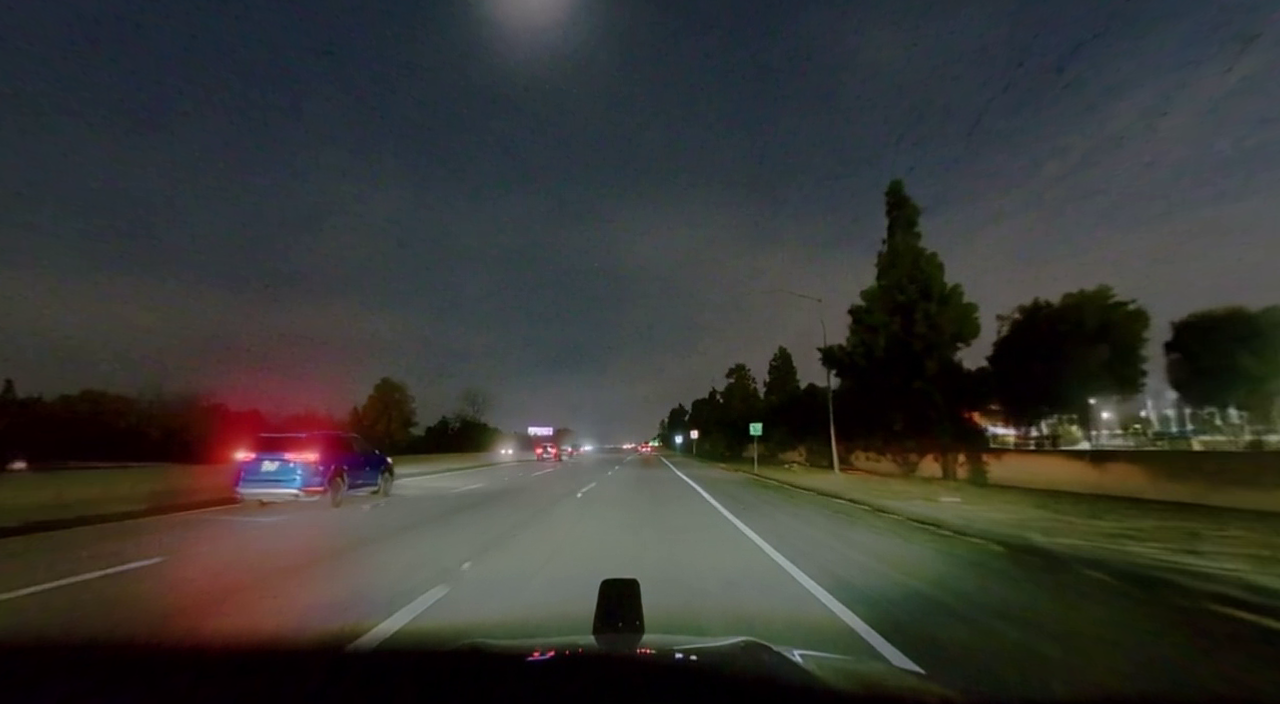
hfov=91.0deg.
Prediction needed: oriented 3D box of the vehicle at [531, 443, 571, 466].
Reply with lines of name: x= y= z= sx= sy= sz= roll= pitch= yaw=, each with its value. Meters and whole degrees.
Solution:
vehicle: x=-6.393 y=7.434 z=45.828 sx=2.008 sy=1.520 sz=4.731 roll=0 pitch=-9 yaw=2

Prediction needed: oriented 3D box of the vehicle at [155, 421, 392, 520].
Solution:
vehicle: x=-7.321 y=2.421 z=13.370 sx=2.055 sy=1.683 sz=4.804 roll=0 pitch=-9 yaw=1
